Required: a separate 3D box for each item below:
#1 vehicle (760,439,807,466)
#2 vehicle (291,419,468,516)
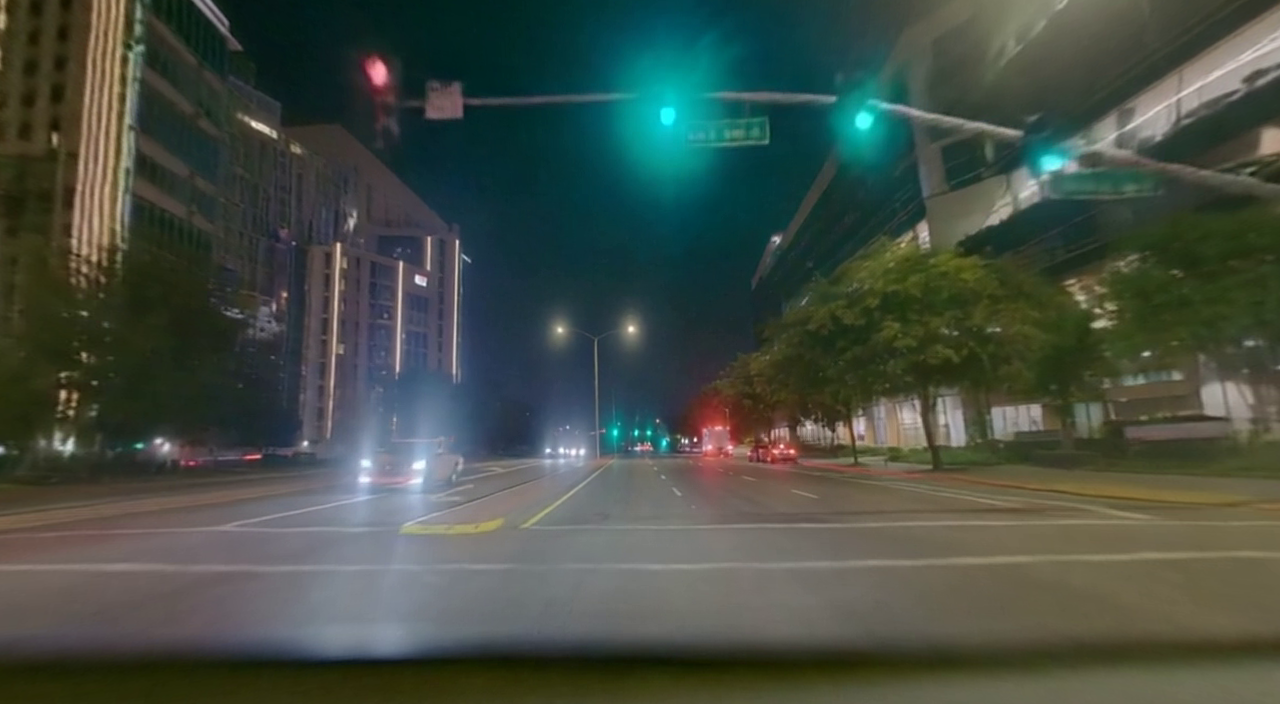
[{"bbox_3d":[10.069,7.106,44.837,2.043,1.761,5.022,0,-8,-1],"label":"vehicle"},{"bbox_3d":[-5.467,2.491,14.038,2.098,1.789,4.338,0,-9,-1],"label":"vehicle"}]
